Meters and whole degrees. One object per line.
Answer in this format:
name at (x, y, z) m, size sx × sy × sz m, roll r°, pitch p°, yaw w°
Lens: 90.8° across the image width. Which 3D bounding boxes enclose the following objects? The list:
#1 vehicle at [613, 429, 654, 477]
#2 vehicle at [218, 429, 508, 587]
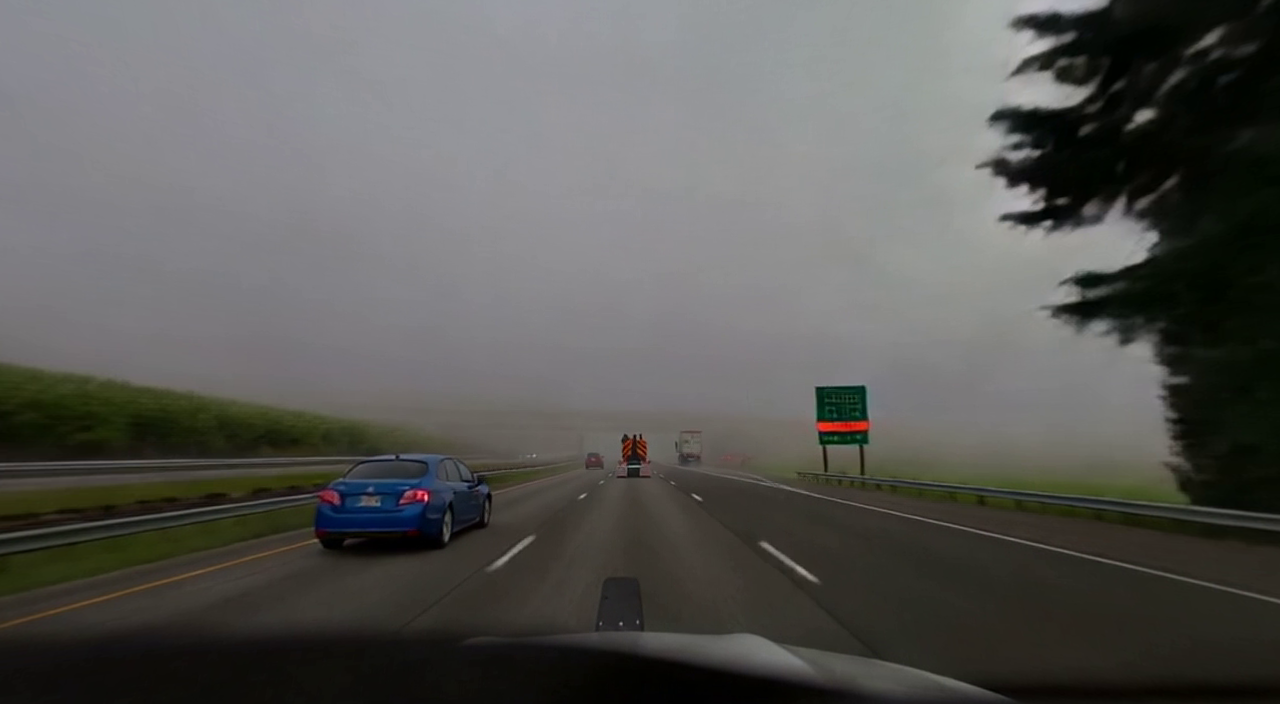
vehicle at (-0.547, 7.066, 44.401) m, size 2.672 × 3.056 × 6.900 m, roll 0°, pitch -9°, yaw -2°
vehicle at (-3.361, 1.970, 8.796) m, size 2.088 × 1.643 × 4.215 m, roll 0°, pitch -9°, yaw 0°
